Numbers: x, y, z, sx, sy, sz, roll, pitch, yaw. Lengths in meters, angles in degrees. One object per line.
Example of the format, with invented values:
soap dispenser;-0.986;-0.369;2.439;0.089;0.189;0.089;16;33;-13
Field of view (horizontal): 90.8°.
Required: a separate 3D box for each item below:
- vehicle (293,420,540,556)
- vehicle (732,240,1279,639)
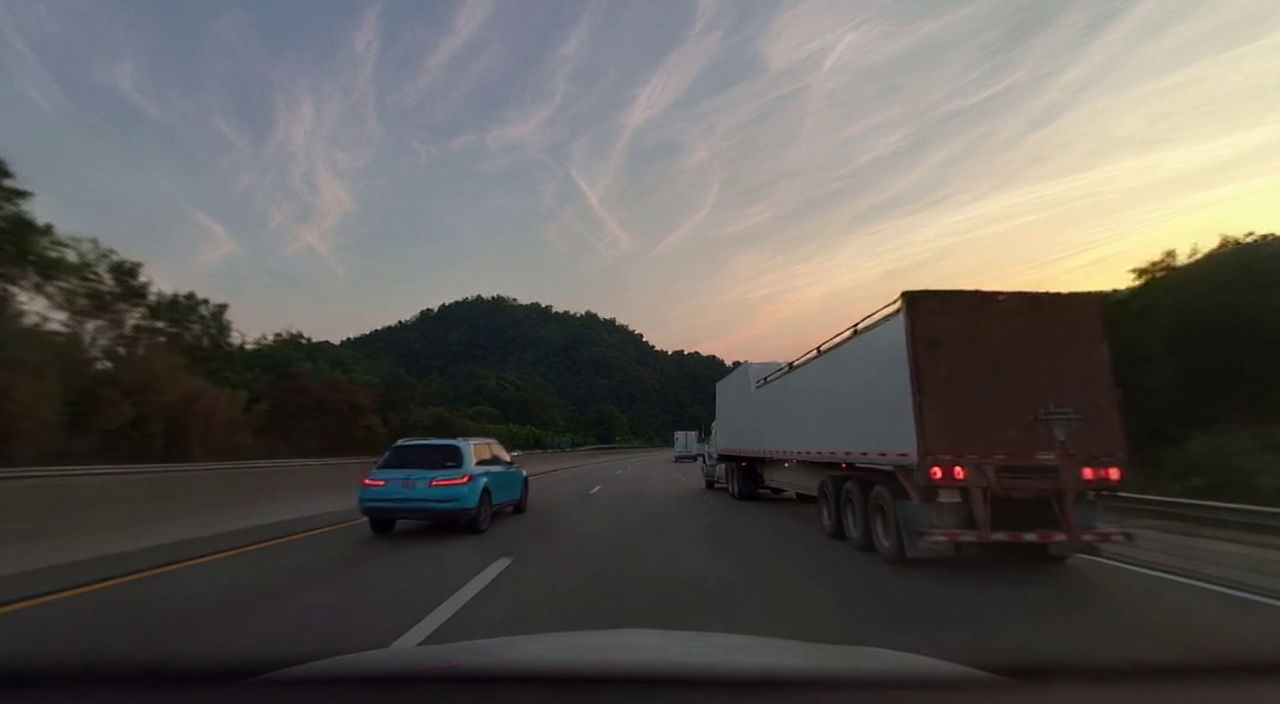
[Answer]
vehicle;-3.161;2.054;10.168;2.297;1.683;4.385;0;-9;1
vehicle;4.316;1.773;12.416;2.868;3.427;14.032;0;-9;0
